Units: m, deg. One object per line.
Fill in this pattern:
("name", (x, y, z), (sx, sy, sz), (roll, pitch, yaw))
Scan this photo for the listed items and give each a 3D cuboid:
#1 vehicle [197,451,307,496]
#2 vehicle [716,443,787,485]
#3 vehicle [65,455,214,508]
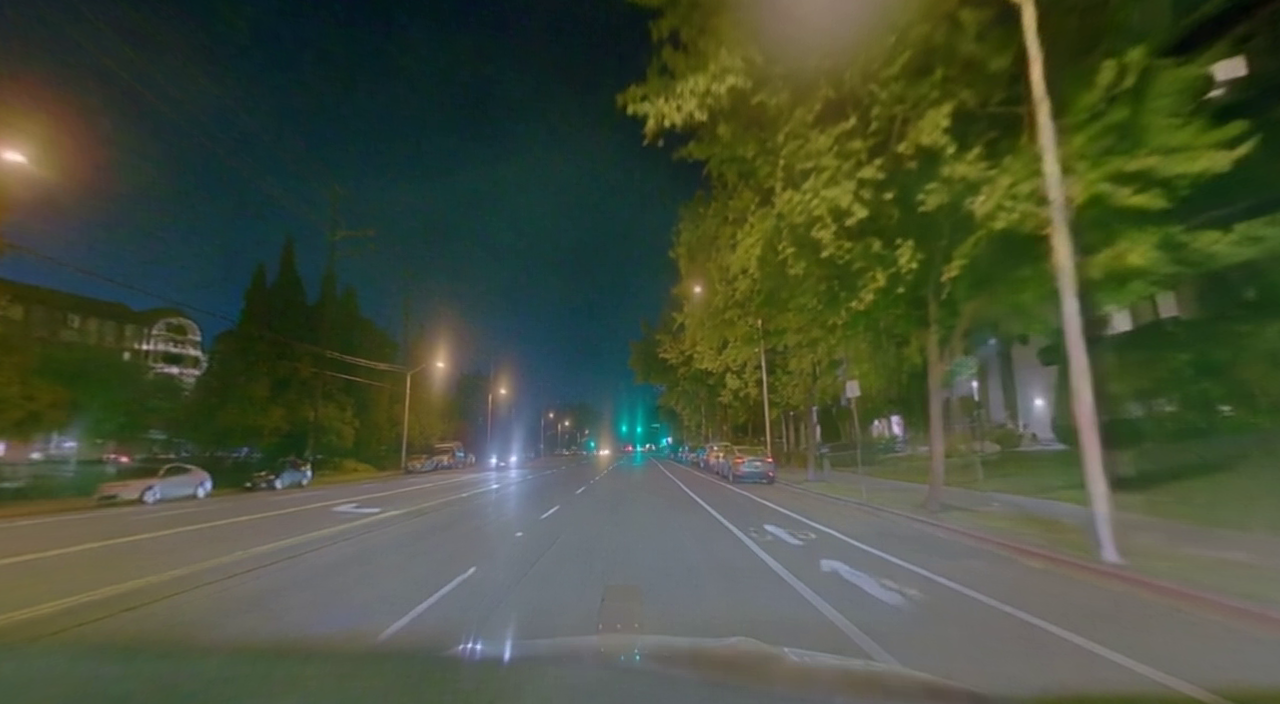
("vehicle", (-17.838, 5.557, 29.380), (2.105, 1.734, 4.673), (-3, -8, 1))
("vehicle", (4.410, 4.505, 25.760), (1.927, 1.523, 4.668), (0, -9, -1))
("vehicle", (-17.793, 4.573, 22.789), (1.896, 1.661, 4.191), (0, -9, 0))
